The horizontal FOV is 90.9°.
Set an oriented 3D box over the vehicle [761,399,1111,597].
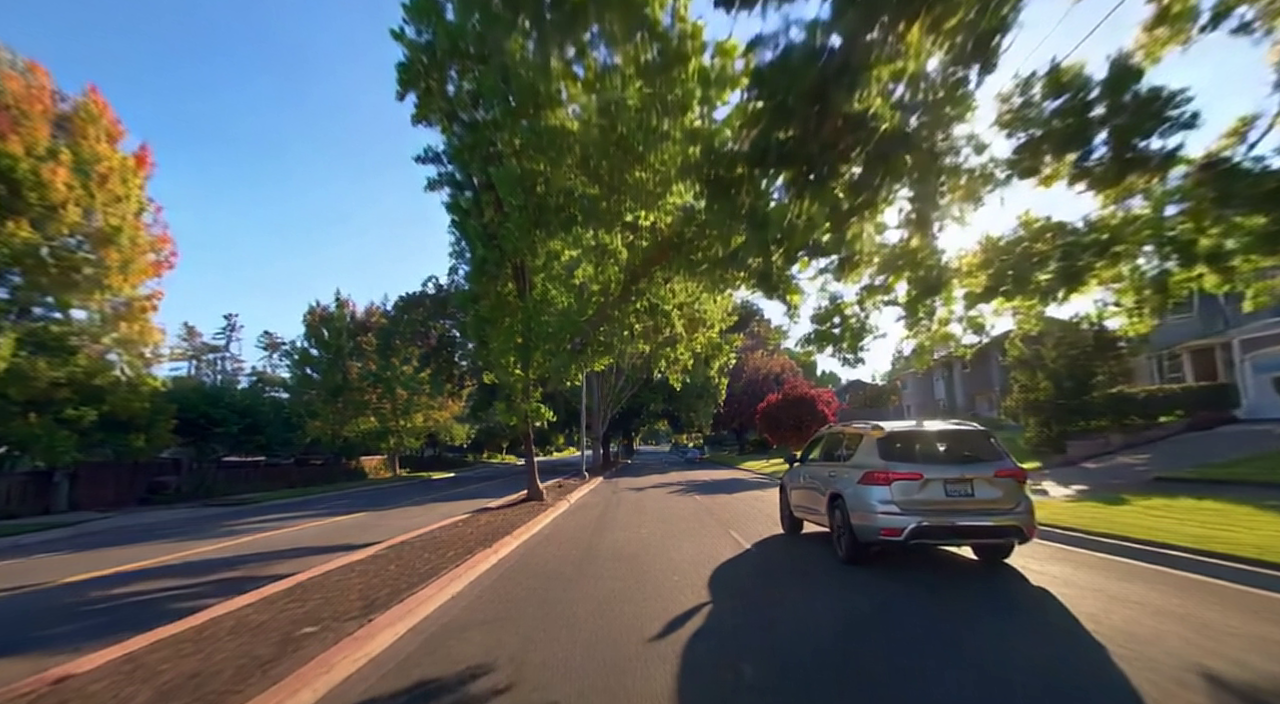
[{"bbox_3d":[3.120,1.666,8.077,2.180,1.773,4.639,0,-9,0],"label":"vehicle"}]
